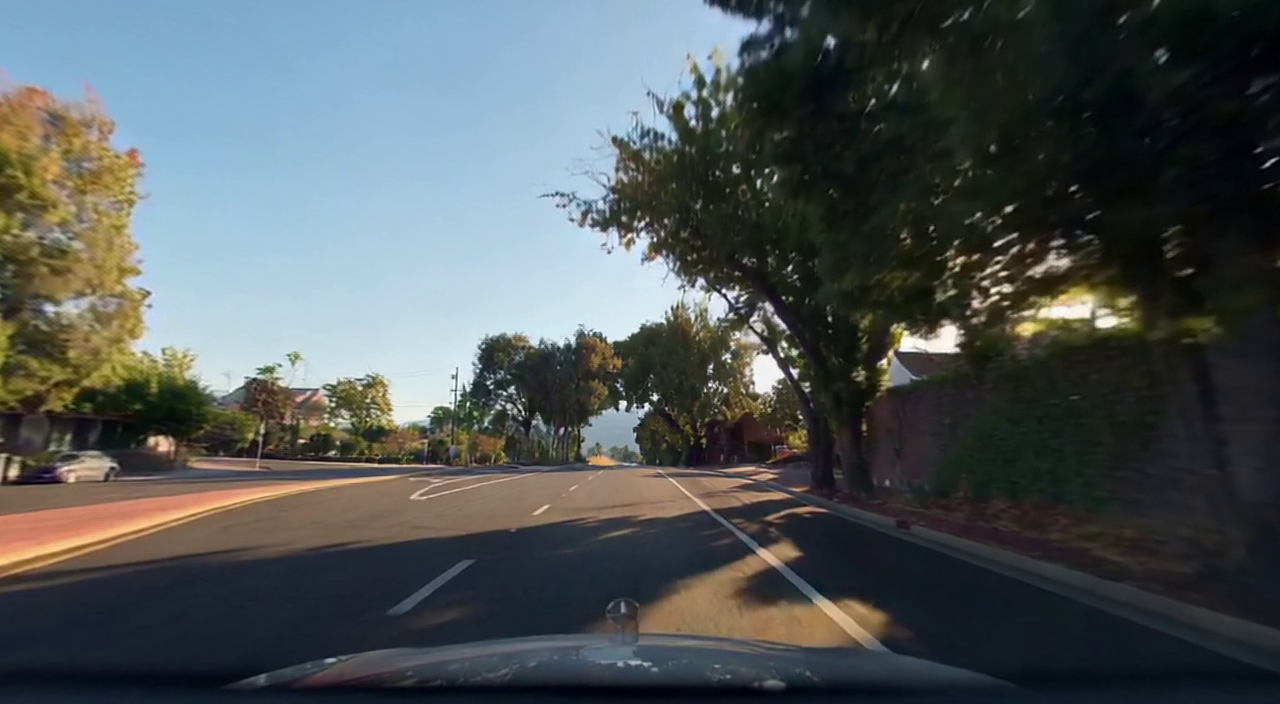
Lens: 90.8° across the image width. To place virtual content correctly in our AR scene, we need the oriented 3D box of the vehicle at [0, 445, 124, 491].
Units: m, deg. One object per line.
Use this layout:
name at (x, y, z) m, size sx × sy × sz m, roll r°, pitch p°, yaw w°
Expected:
vehicle at (-22.713, 4.374, 24.133) m, size 2.049 × 1.578 × 4.787 m, roll -1°, pitch -9°, yaw -2°
